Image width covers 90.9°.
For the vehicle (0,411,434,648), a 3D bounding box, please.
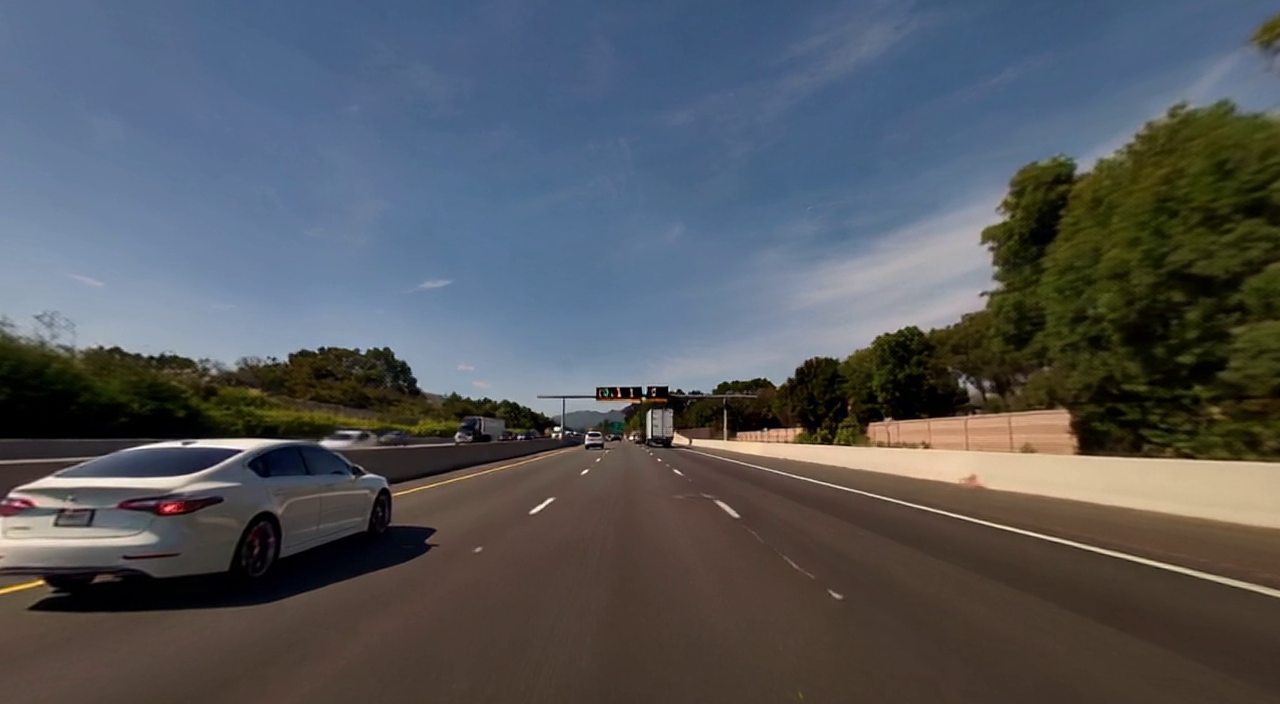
[{"bbox_3d":[-3.712,1.389,6.139,1.971,1.444,4.401,0,-8,-1],"label":"vehicle"}]
